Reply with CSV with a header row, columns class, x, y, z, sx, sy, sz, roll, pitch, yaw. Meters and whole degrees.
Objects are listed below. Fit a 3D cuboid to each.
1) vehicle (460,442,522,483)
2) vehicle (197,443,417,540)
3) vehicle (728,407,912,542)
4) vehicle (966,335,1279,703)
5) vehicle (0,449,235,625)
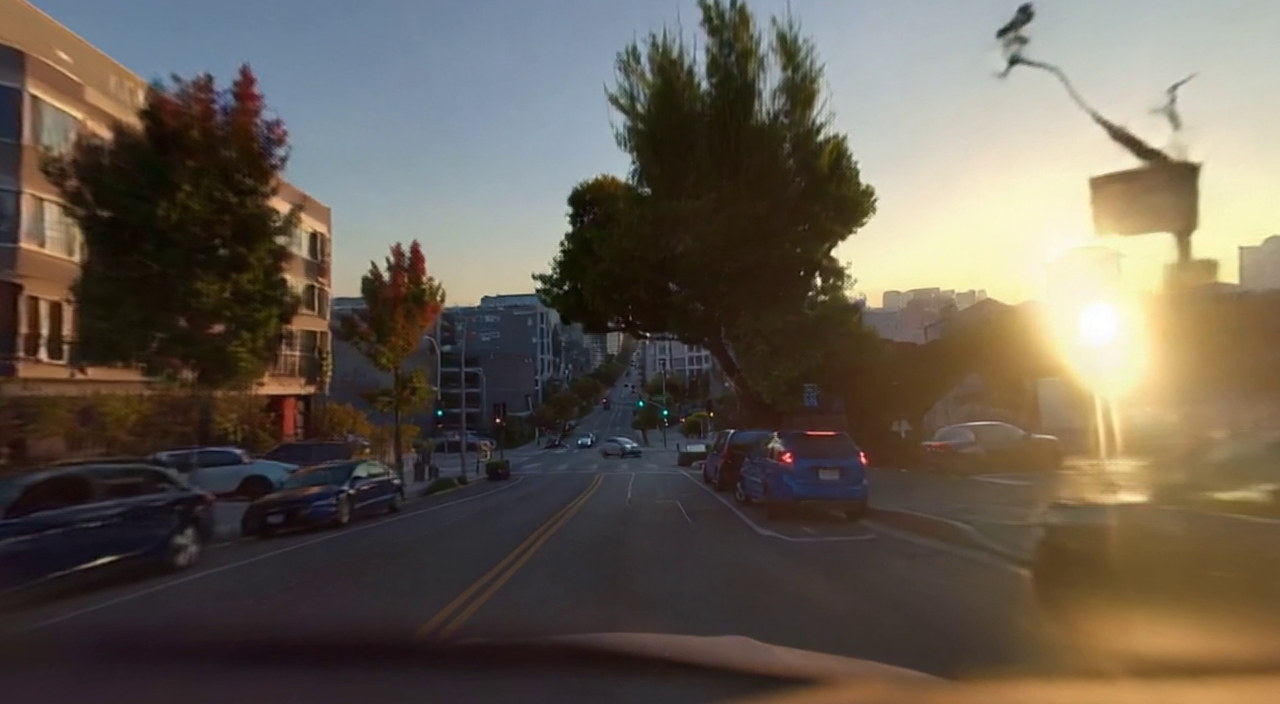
class,x,y,z,sx,sy,sz,roll,pitch,yaw
vehicle,-6.877,5.112,29.589,1.893,1.758,4.019,-1,-8,0
vehicle,-6.589,2.799,13.327,2.033,1.523,4.867,-3,-9,0
vehicle,2.830,2.035,11.184,1.954,1.845,4.682,-1,-8,1
vehicle,3.402,0.746,1.997,1.886,1.740,5.167,0,-8,-1
vehicle,-6.603,1.832,6.727,1.723,1.520,4.439,0,-8,-2
